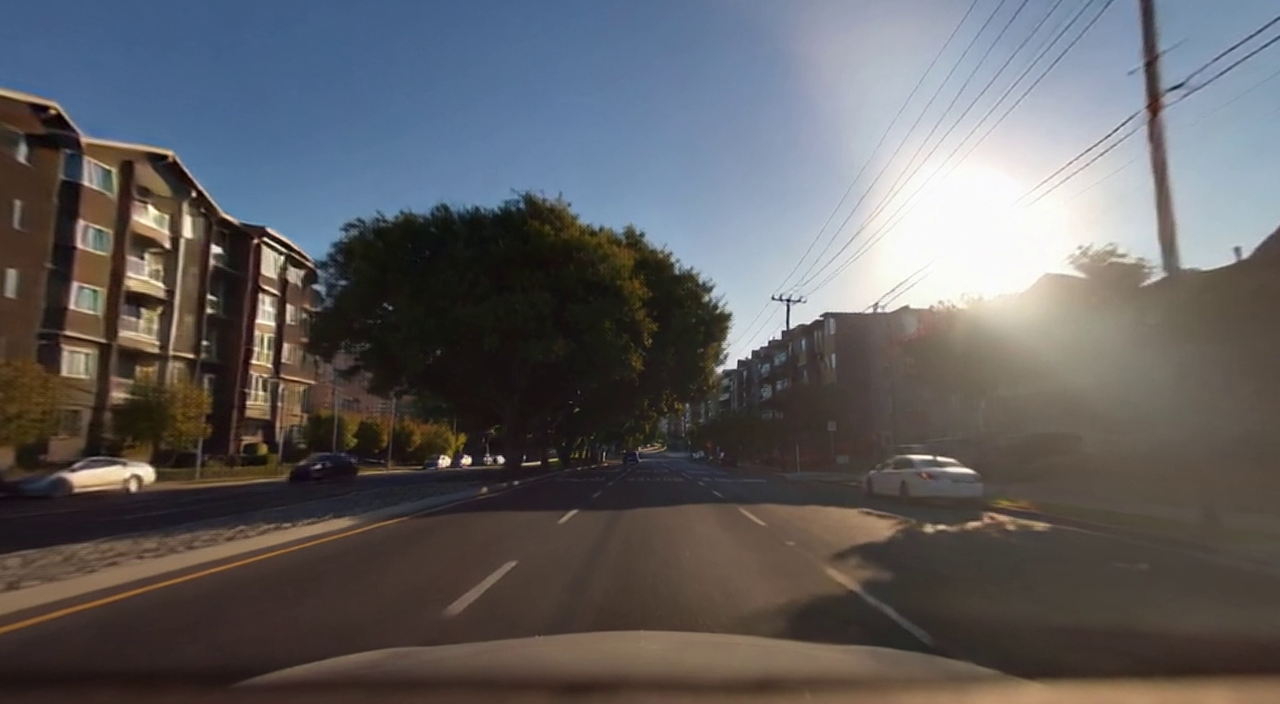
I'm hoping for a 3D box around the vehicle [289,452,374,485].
[{"bbox_3d":[-15.309,5.786,31.596,1.873,1.469,4.442,0,-8,2],"label":"vehicle"}]

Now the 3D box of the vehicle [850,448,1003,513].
[{"bbox_3d":[7.438,3.342,16.987,1.986,1.467,4.412,0,-8,-1],"label":"vehicle"}]

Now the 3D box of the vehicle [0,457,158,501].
[{"bbox_3d":[-22.057,4.973,25.096,1.906,1.487,4.773,0,-8,1],"label":"vehicle"}]
